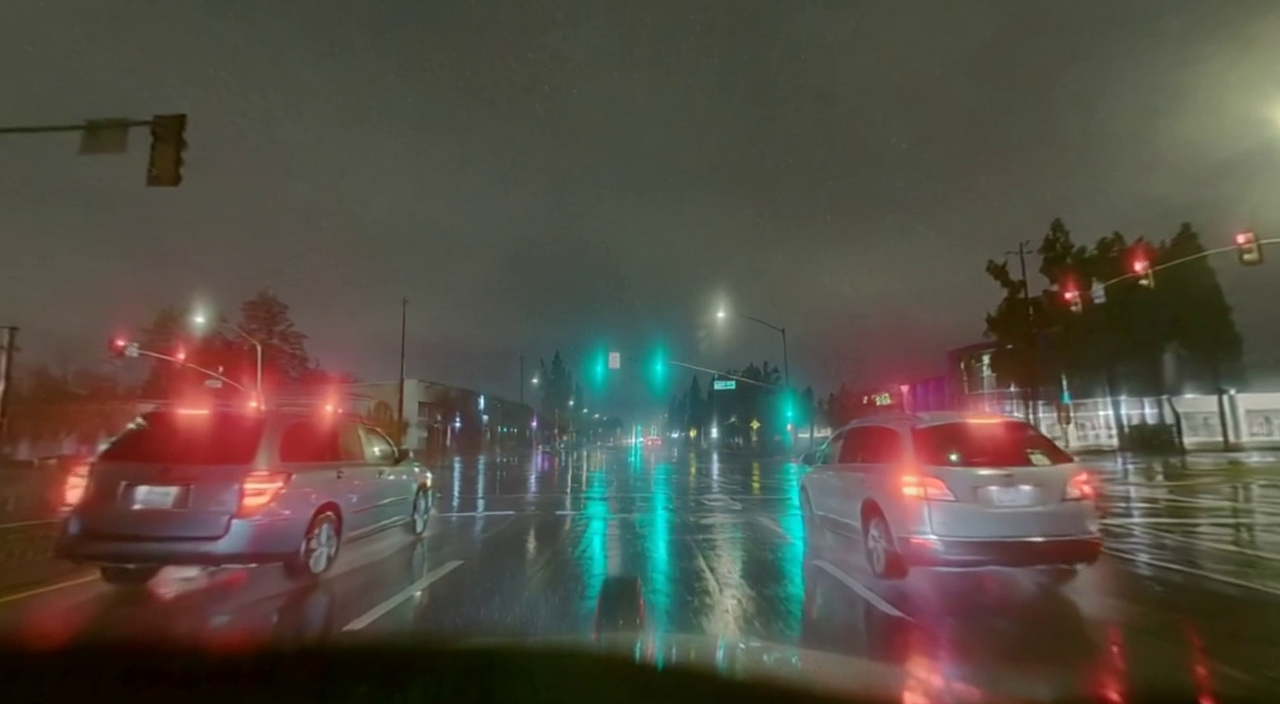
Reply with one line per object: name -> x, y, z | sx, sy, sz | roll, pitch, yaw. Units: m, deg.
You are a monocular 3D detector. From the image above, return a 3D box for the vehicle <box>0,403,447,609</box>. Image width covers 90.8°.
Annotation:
vehicle -> -3.892, 1.487, 7.044 | 1.973, 1.526, 4.533 | 0, -8, 1

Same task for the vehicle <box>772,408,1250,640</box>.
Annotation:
vehicle -> 2.955, 1.490, 6.610 | 2.130, 1.524, 4.722 | 0, -8, 0
